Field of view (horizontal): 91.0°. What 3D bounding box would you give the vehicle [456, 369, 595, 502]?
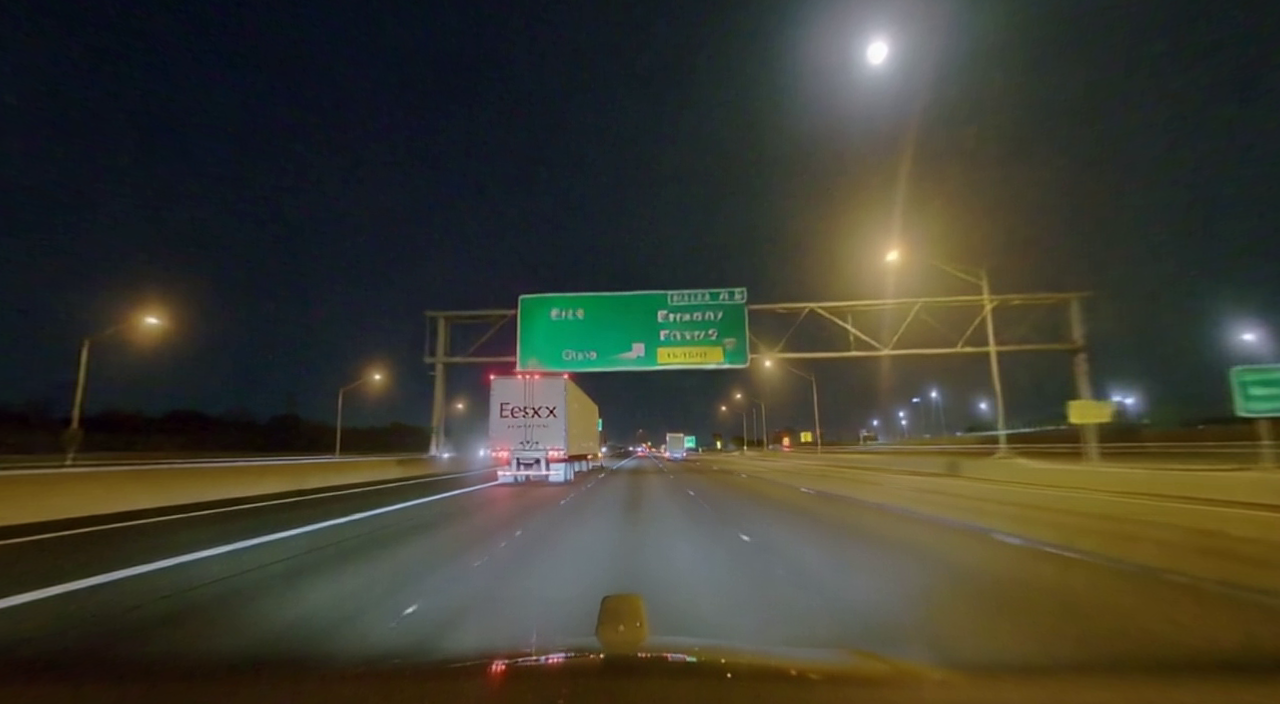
[{"bbox_3d":[-3.274,2.799,20.653,2.922,3.458,8.360,0,-9,0],"label":"vehicle"}]
